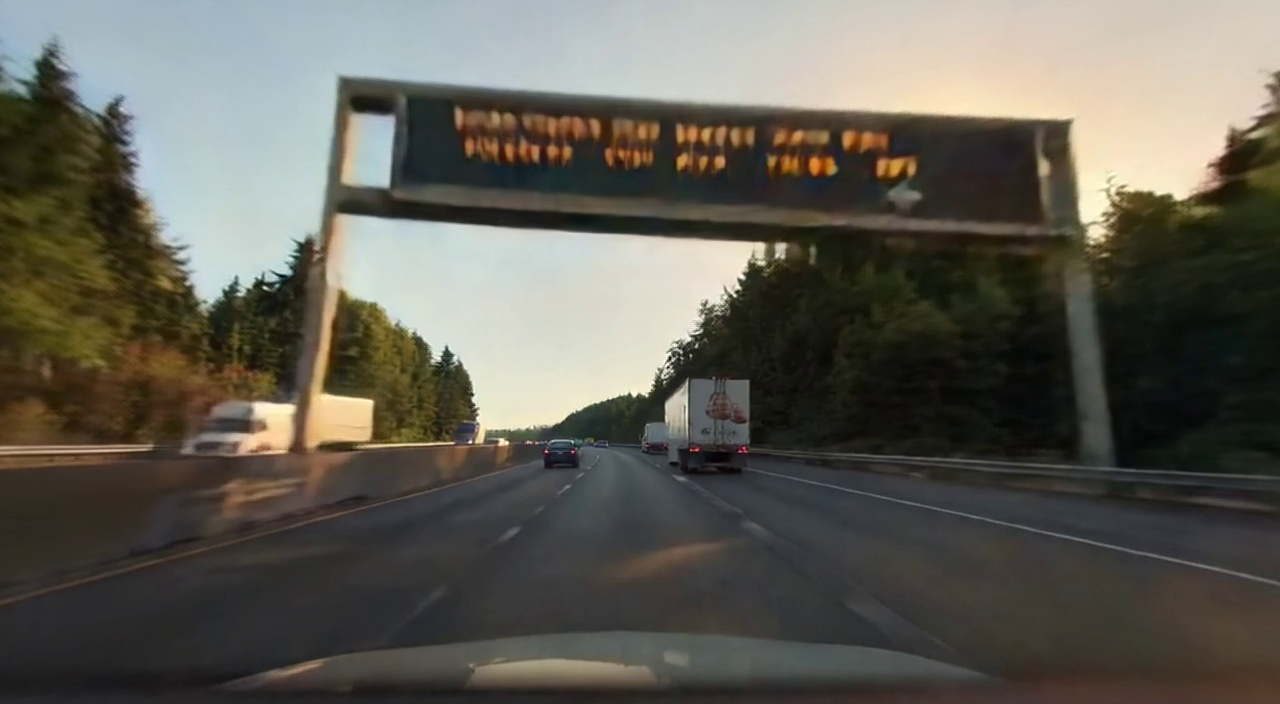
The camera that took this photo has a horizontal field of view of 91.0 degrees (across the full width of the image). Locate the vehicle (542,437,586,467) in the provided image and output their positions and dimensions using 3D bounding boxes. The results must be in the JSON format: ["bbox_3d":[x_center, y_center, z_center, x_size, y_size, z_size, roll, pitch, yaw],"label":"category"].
[{"bbox_3d":[-4.451,5.962,37.662,2.206,1.644,4.027,0,-8,-1],"label":"vehicle"}]

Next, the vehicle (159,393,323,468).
[{"bbox_3d":[-15.943,3.270,25.805,2.803,2.673,6.158,0,-8,-2],"label":"vehicle"}]

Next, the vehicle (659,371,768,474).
[{"bbox_3d":[3.062,3.704,31.478,3.116,3.992,13.748,0,-8,-3],"label":"vehicle"}]
